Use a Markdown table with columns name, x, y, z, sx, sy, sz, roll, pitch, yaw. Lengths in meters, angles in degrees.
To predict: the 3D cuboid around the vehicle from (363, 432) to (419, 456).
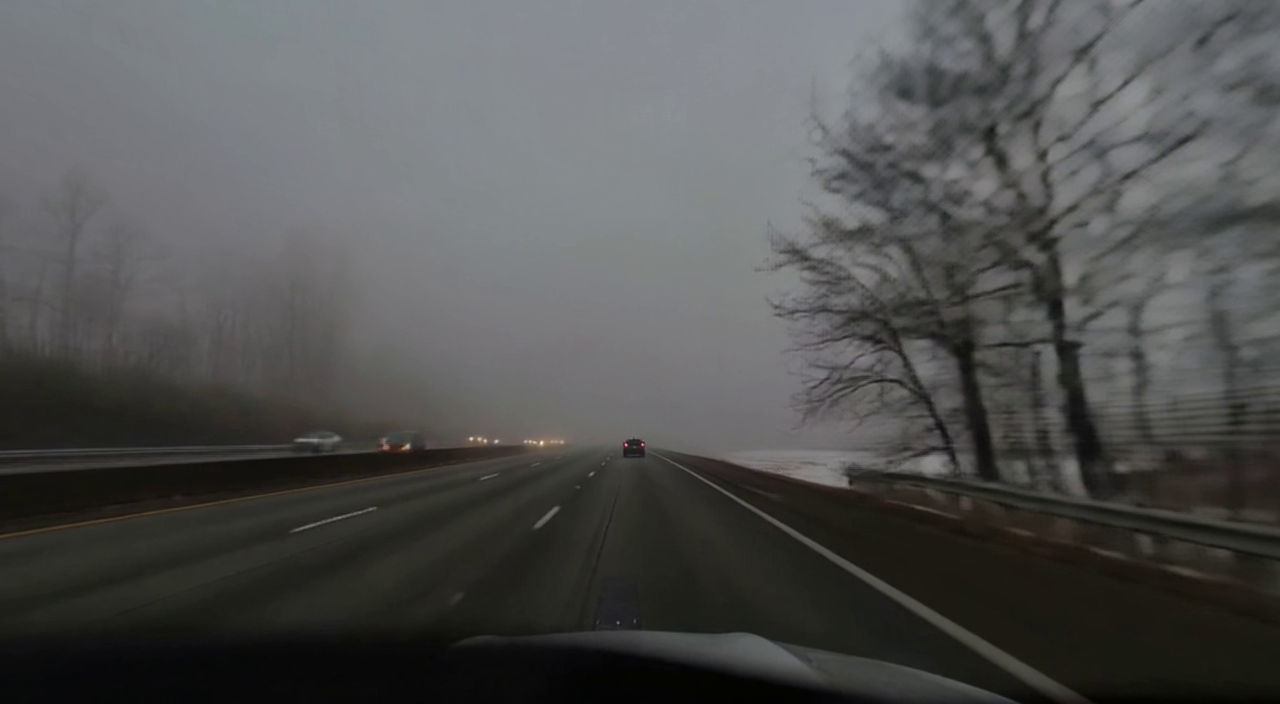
| name | x | y | z | sx | sy | sz | roll | pitch | yaw |
| --- | --- | --- | --- | --- | --- | --- | --- | --- | --- |
| vehicle | -16.300 | 6.040 | 41.372 | 1.893 | 1.492 | 4.331 | 0 | -8 | 0 |
